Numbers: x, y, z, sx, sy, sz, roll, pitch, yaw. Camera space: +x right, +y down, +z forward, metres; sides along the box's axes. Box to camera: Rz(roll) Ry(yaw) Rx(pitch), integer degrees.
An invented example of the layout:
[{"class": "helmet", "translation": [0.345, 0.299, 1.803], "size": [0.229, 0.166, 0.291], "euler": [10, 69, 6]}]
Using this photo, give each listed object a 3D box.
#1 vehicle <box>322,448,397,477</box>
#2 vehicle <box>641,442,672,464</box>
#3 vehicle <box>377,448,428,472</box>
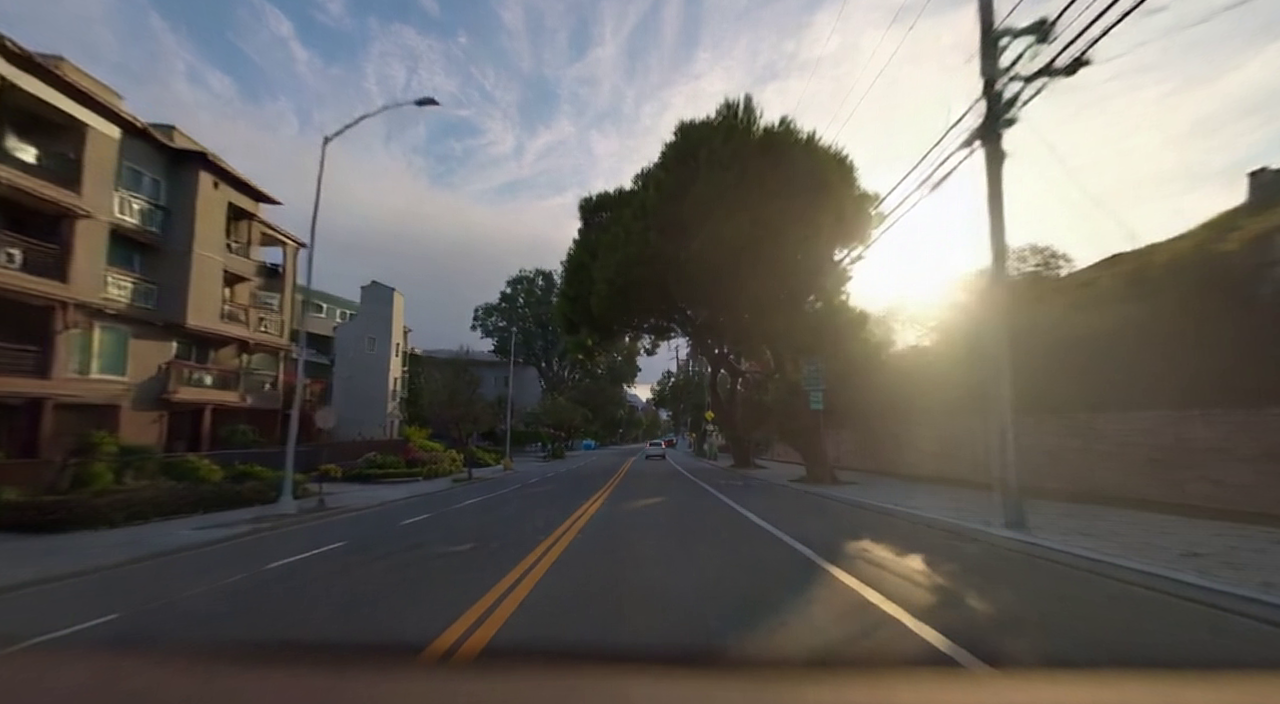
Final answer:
[{"class": "vehicle", "translation": [-15.621, 6.169, 35.446], "size": [2.113, 1.501, 4.659], "euler": [0, -9, -1]}, {"class": "vehicle", "translation": [1.140, 7.314, 45.804], "size": [2.097, 1.463, 4.043], "euler": [0, -9, 0]}, {"class": "vehicle", "translation": [-15.454, 7.042, 41.170], "size": [1.692, 1.477, 3.902], "euler": [0, -9, 1]}]
